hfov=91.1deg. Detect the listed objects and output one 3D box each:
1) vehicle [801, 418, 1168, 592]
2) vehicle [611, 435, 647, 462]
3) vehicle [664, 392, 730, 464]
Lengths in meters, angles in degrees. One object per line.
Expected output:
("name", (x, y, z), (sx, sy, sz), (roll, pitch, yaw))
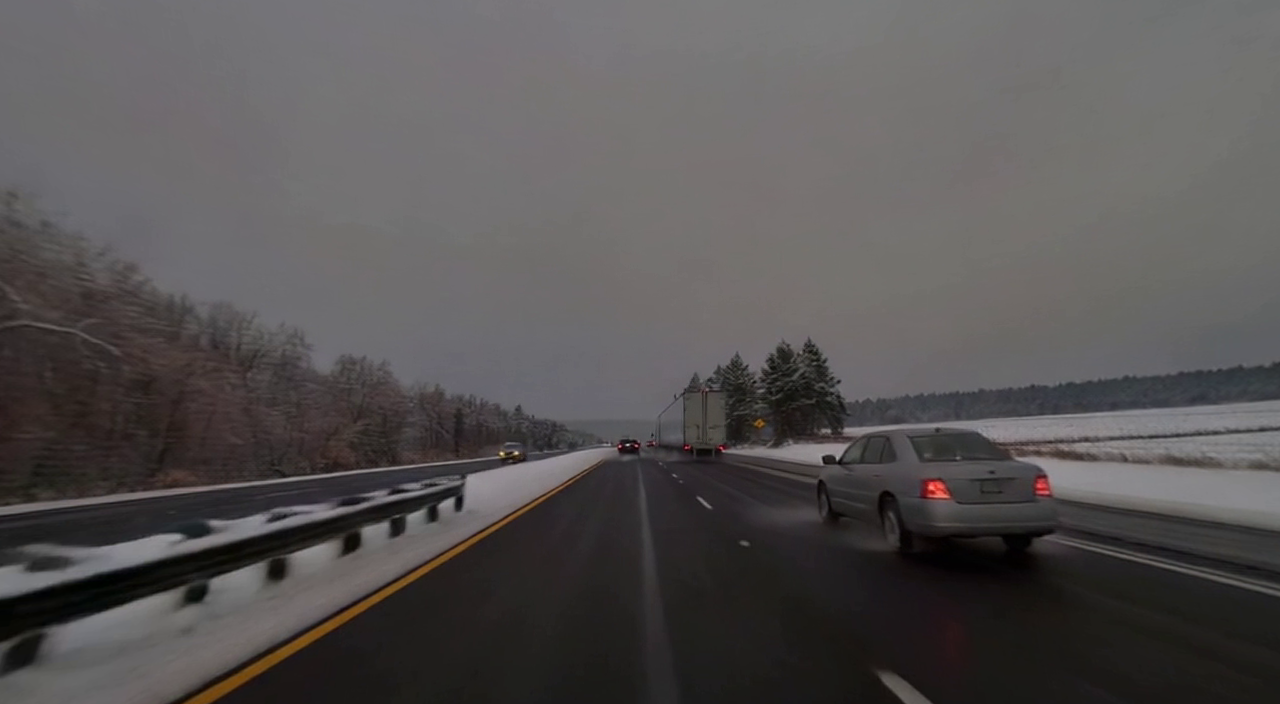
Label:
("vehicle", (3.638, 1.655, 7.822), (2.072, 1.534, 4.300), (0, -8, -1))
("vehicle", (-0.700, 6.232, 40.926), (2.192, 1.623, 4.887), (0, -8, 0))
("vehicle", (3.455, 5.197, 42.231), (2.919, 4.004, 13.911), (0, -8, -1))
